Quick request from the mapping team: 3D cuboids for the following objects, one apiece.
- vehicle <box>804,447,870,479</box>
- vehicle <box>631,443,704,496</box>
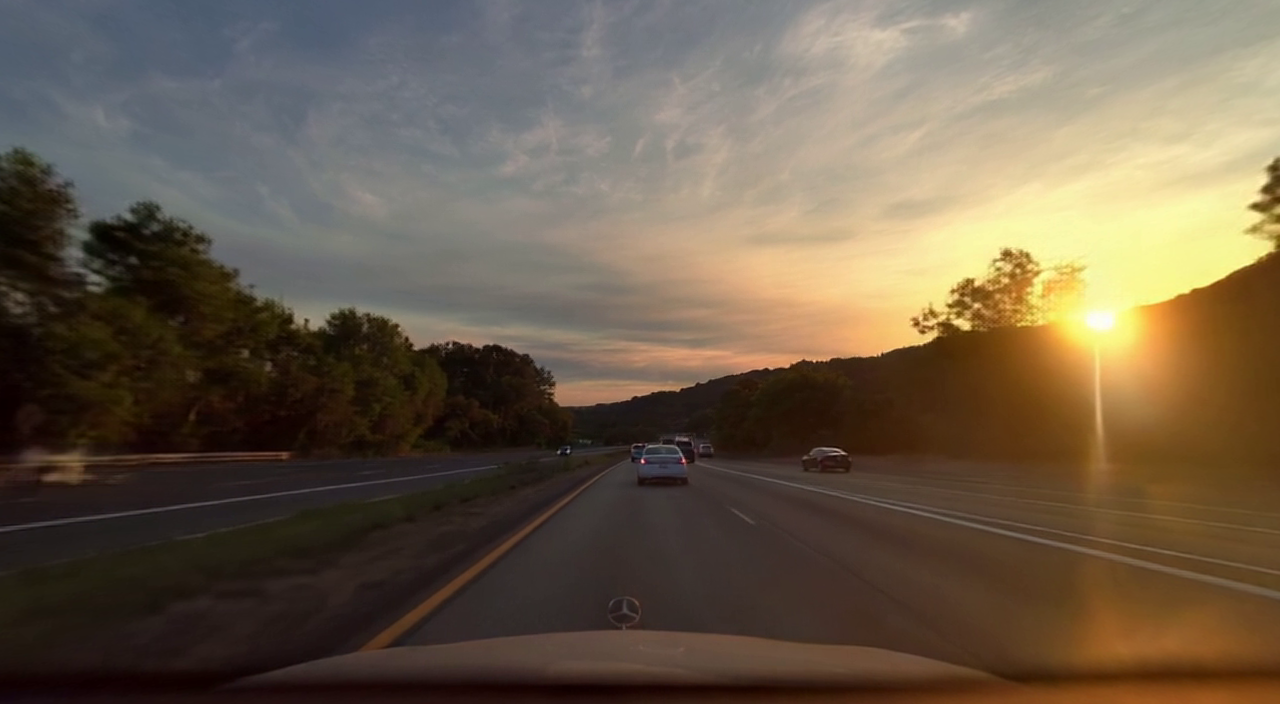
[{"bbox_3d":[9.631,5.441,31.107,1.926,1.483,3.528,0,-9,-3],"label":"vehicle"},{"bbox_3d":[0.742,3.621,19.772,2.053,1.483,4.185,0,-9,-1],"label":"vehicle"}]
